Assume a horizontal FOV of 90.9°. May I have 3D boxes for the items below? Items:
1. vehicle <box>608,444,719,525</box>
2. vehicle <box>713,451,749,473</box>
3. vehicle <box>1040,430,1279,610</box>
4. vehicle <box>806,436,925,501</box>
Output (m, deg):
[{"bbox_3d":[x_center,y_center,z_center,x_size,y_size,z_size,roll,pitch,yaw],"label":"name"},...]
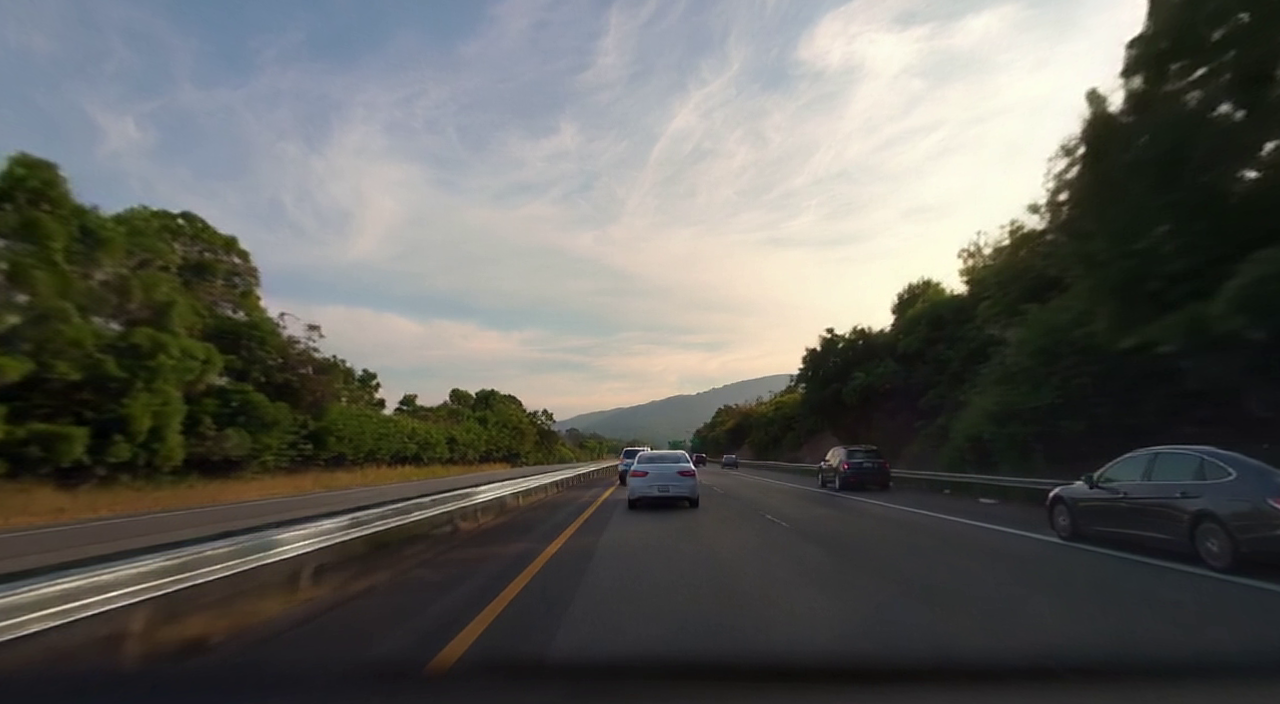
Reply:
[{"bbox_3d":[0.437,2.804,13.804,2.076,1.485,3.774,0,-9,0],"label":"vehicle"},{"bbox_3d":[6.376,7.743,44.560,1.921,1.451,3.841,0,-9,-1],"label":"vehicle"},{"bbox_3d":[6.298,1.548,6.229,1.965,1.484,4.090,0,-9,0],"label":"vehicle"},{"bbox_3d":[6.635,3.481,19.138,1.980,1.702,4.235,0,-9,-1],"label":"vehicle"}]
